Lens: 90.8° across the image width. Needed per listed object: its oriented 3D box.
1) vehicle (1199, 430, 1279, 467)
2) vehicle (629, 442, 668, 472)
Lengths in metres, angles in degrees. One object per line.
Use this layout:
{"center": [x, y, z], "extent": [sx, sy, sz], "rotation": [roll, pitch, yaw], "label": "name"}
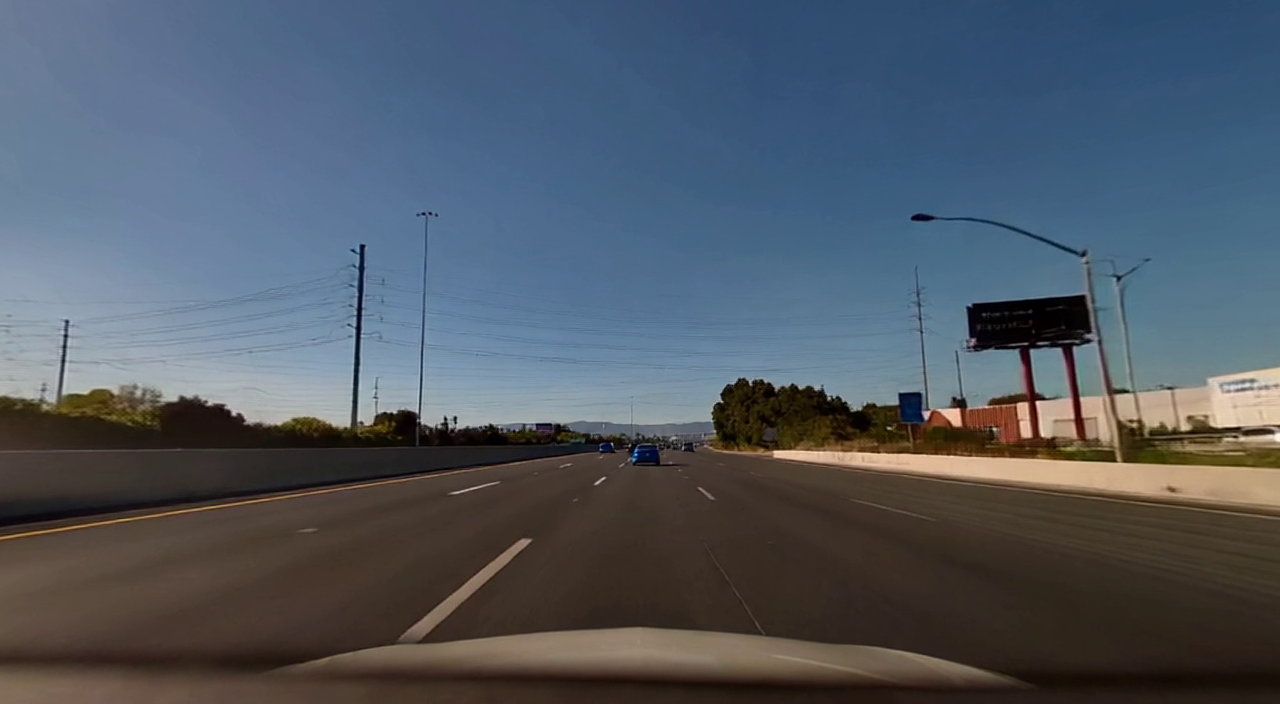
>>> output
{"center": [26.787, 4.038, 26.522], "extent": [2.072, 1.495, 4.732], "rotation": [1, -9, -5], "label": "vehicle"}
{"center": [0.490, 5.910, 35.854], "extent": [2.074, 1.574, 3.971], "rotation": [0, -8, 1], "label": "vehicle"}
